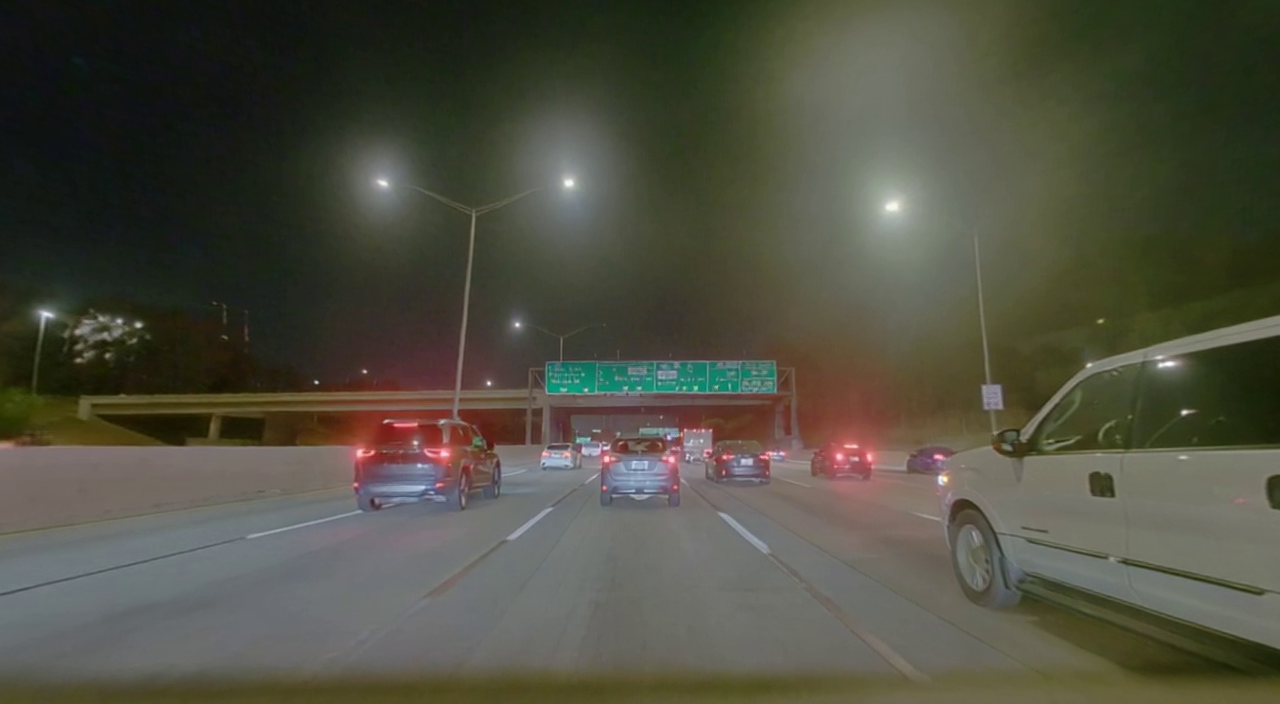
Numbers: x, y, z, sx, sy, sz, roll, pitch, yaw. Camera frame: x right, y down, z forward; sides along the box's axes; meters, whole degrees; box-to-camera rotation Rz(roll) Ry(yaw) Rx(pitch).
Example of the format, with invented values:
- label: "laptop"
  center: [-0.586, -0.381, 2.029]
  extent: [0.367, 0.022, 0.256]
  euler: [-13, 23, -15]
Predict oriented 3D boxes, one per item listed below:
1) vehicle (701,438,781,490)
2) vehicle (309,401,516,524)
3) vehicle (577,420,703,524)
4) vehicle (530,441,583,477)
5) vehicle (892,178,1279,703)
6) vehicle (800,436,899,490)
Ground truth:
- label: "vehicle"
  center: [3.470, 3.951, 22.556]
  extent: [2.022, 1.633, 4.651]
  euler: [1, -9, -1]
- label: "vehicle"
  center: [-4.549, 2.367, 13.993]
  extent: [2.212, 2.101, 6.052]
  euler: [0, -9, 1]
- label: "vehicle"
  center: [0.012, 2.390, 13.005]
  extent: [2.181, 1.756, 4.167]
  euler: [0, -9, 0]
- label: "vehicle"
  center: [-4.097, 5.327, 31.606]
  extent: [1.982, 1.655, 4.604]
  euler: [0, -9, 1]
- label: "vehicle"
  center: [3.463, 0.631, 3.036]
  extent: [2.300, 2.242, 5.327]
  euler: [0, -9, 0]
- label: "vehicle"
  center: [7.582, 4.057, 23.360]
  extent: [2.054, 1.769, 4.693]
  euler: [1, -9, 0]
